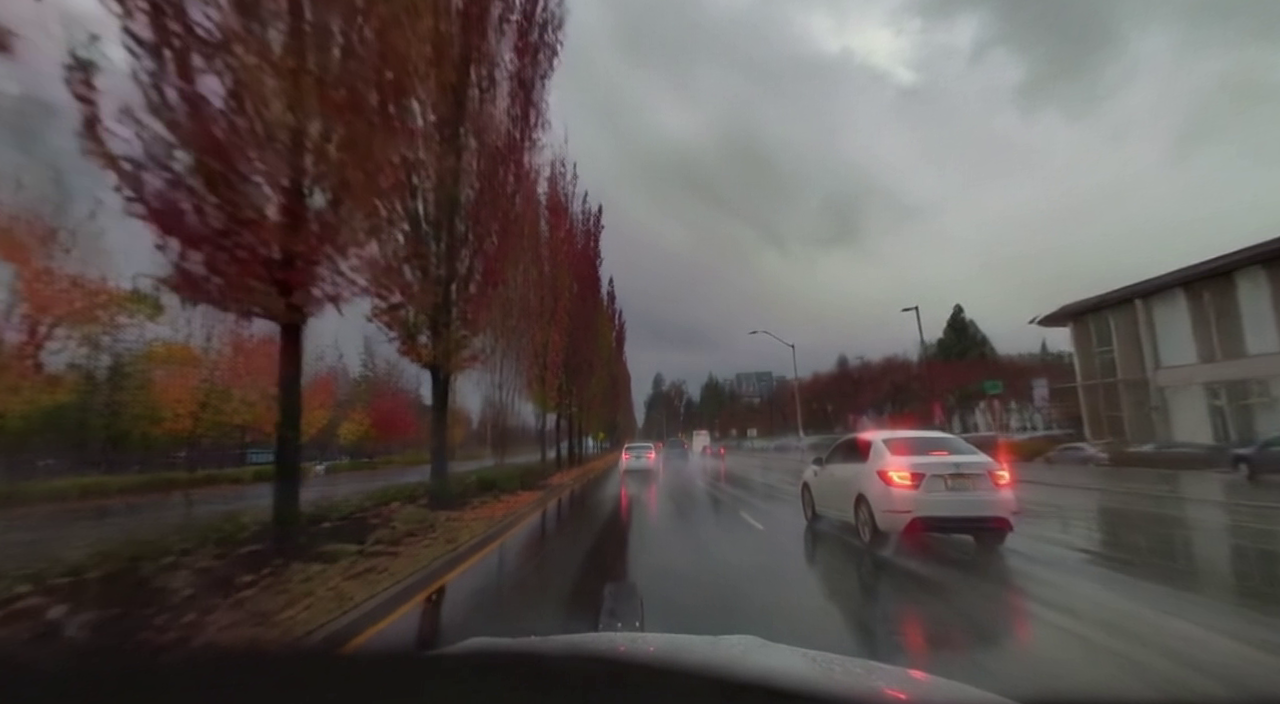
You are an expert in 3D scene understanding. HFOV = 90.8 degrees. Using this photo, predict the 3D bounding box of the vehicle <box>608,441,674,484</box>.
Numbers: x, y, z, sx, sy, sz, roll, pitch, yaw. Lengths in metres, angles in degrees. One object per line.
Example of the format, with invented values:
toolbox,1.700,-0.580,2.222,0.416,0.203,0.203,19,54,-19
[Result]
vehicle,-0.014,4.197,24.280,2.289,1.471,4.477,0,-9,-1

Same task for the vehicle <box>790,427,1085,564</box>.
vehicle,3.774,1.892,9.112,2.094,1.480,4.323,0,-9,-1

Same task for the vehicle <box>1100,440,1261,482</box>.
vehicle,21.170,4.266,25.097,1.902,1.457,4.912,0,-9,-2

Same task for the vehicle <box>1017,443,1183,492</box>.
vehicle,14.653,3.677,20.540,2.023,1.417,4.486,0,-9,0
